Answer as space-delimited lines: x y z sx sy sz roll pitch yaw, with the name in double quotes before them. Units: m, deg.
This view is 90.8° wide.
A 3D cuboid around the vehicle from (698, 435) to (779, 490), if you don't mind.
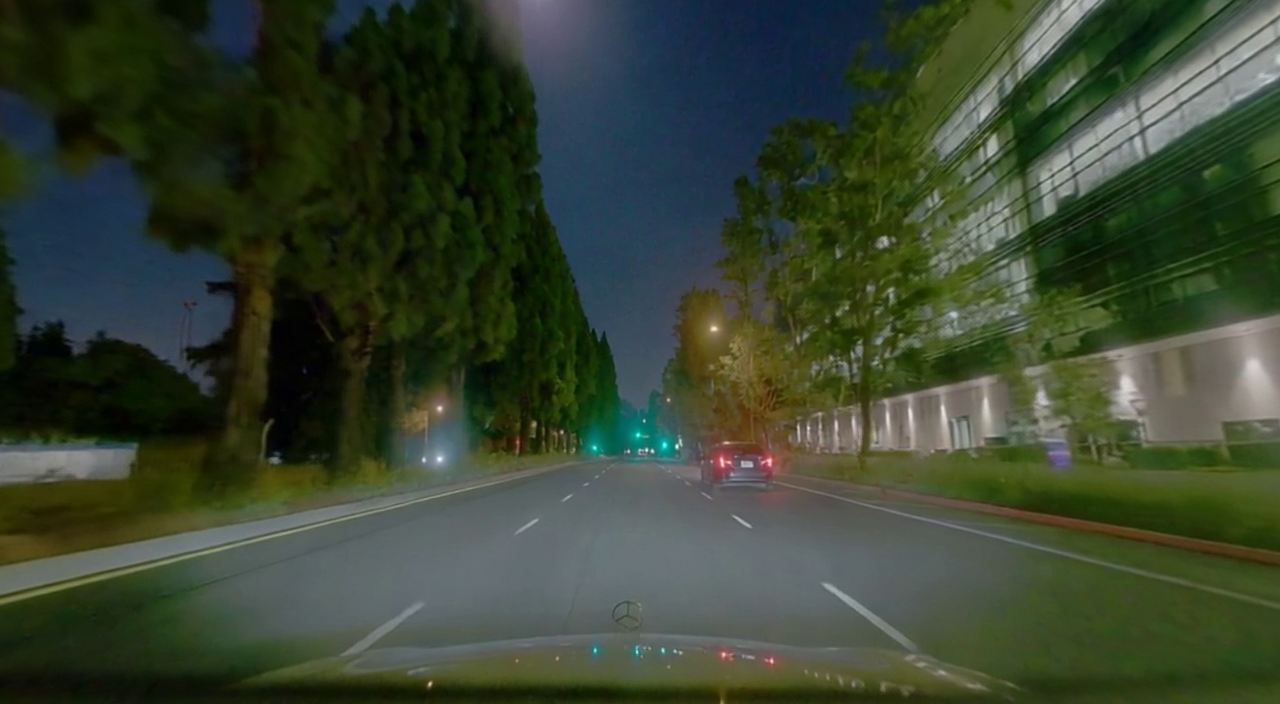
"vehicle" 3.408 3.925 22.731 2.083 1.743 4.354 0 -9 -2
